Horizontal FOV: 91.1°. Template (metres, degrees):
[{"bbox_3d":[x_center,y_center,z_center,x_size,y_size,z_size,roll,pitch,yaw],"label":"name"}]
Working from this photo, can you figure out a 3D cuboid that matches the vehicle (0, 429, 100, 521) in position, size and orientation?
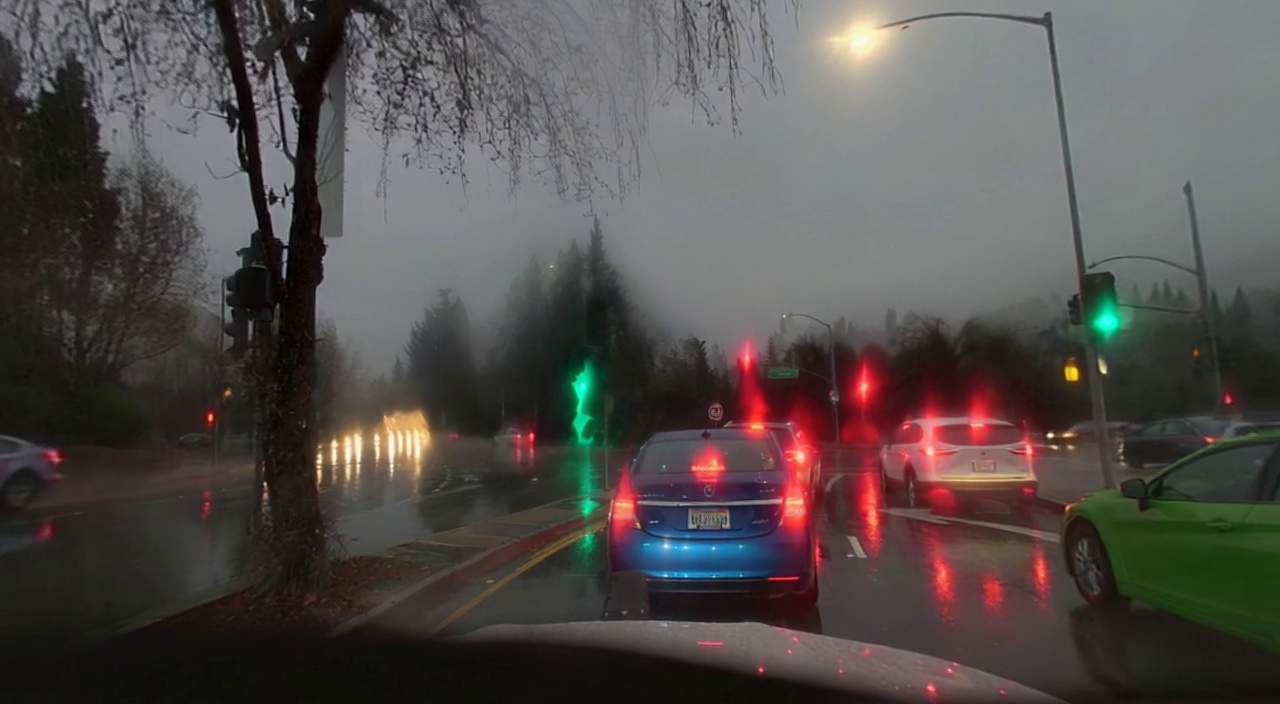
[{"bbox_3d":[-11.204,1.956,9.940,1.976,1.458,4.645,2,-8,-13],"label":"vehicle"}]

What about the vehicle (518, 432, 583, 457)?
[{"bbox_3d":[-5.956,6.101,41.532,1.932,1.573,4.509,8,-12,-44],"label":"vehicle"}]

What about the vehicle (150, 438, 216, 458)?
[{"bbox_3d":[-35.377,7.440,48.645,1.652,1.433,3.733,-7,-11,40],"label":"vehicle"}]

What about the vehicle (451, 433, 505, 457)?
[{"bbox_3d":[-12.449,7.118,48.201,1.972,1.705,4.457,8,-11,-44],"label":"vehicle"}]

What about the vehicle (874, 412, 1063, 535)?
[{"bbox_3d":[5.538,2.060,11.287,2.102,1.717,4.373,-2,-9,16],"label":"vehicle"}]

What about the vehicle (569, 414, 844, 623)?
[{"bbox_3d":[0.856,1.502,6.689,2.052,1.483,3.928,-2,-8,12],"label":"vehicle"}]

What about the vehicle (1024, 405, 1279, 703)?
[{"bbox_3d":[4.254,1.063,3.380,1.954,1.508,4.441,-1,-8,6],"label":"vehicle"}]
